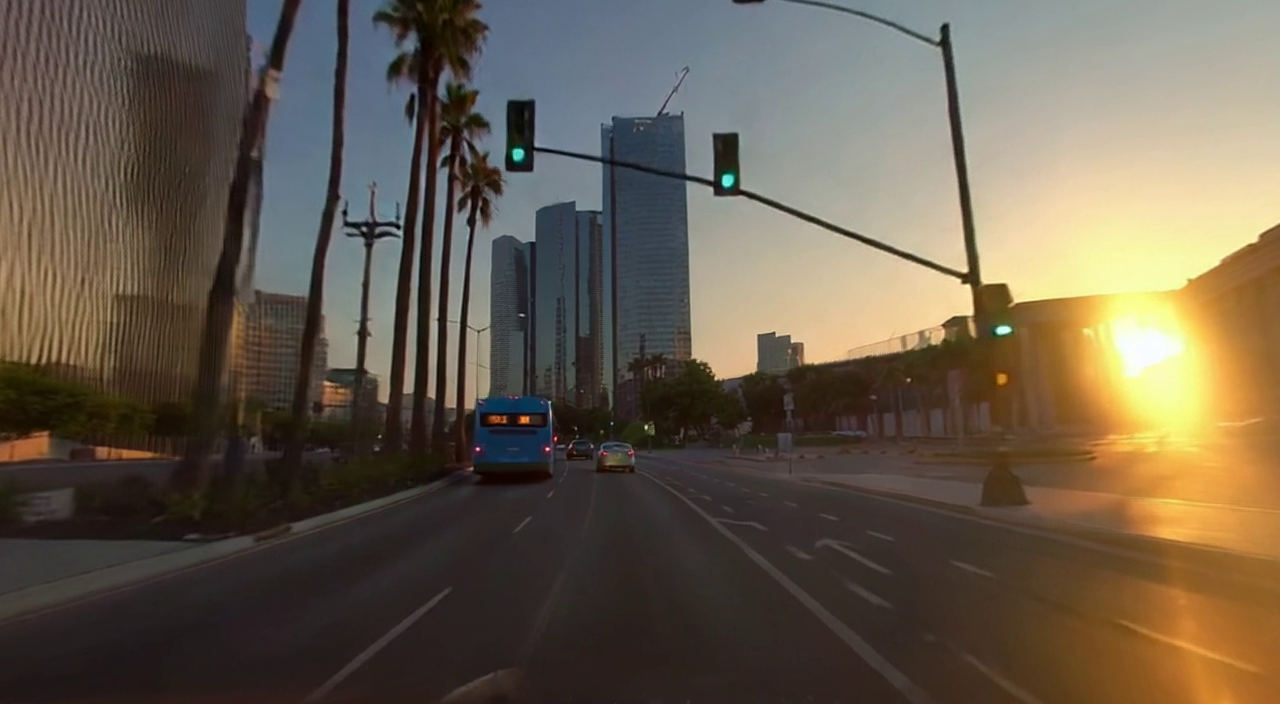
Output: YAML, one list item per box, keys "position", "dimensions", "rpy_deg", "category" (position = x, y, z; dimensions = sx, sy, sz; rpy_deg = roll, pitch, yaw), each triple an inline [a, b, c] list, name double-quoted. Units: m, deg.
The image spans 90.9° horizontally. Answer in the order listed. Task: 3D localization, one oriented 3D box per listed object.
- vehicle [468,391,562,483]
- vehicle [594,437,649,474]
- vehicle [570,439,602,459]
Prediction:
- position: [-4.677, 3.434, 25.249]
  dimensions: [2.678, 3.042, 8.474]
  rpy_deg: [1, -8, -5]
  category: "vehicle"
- position: [-0.887, 4.561, 27.911]
  dimensions: [2.107, 1.481, 4.097]
  rpy_deg: [1, -9, -6]
  category: "vehicle"
- position: [-4.090, 7.208, 46.888]
  dimensions: [1.993, 1.452, 3.873]
  rpy_deg: [2, -9, -10]
  category: "vehicle"
